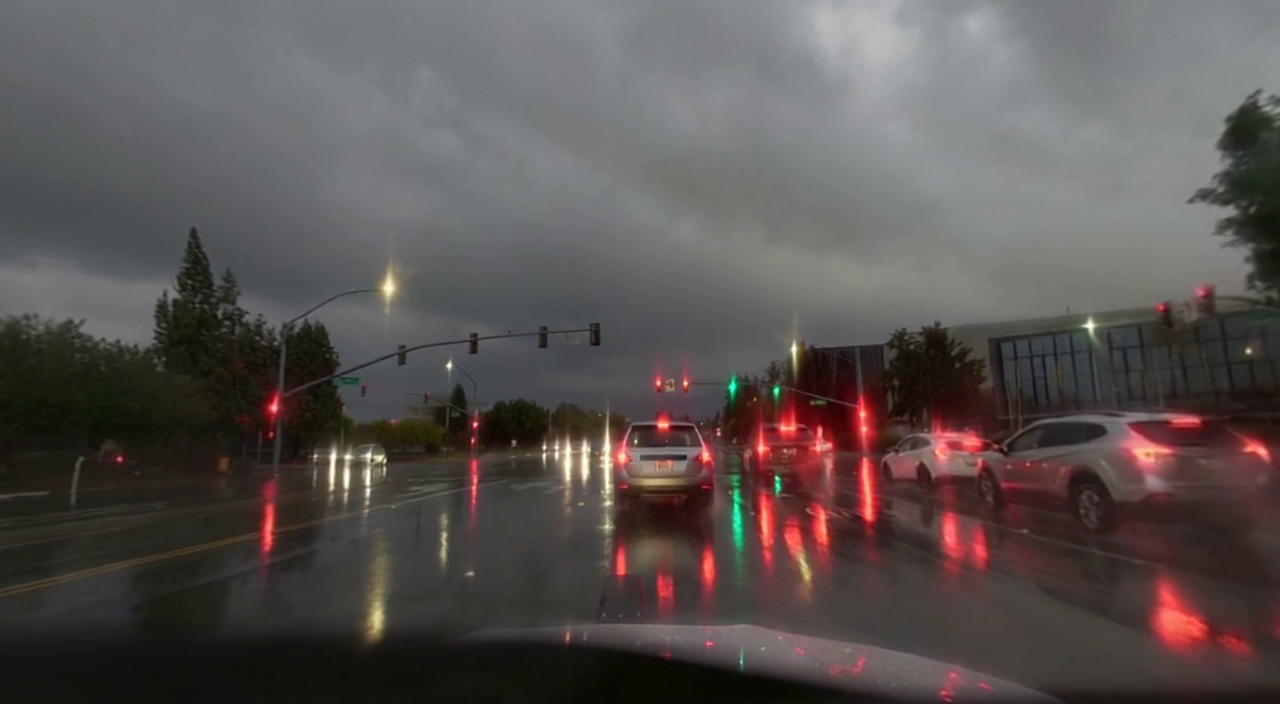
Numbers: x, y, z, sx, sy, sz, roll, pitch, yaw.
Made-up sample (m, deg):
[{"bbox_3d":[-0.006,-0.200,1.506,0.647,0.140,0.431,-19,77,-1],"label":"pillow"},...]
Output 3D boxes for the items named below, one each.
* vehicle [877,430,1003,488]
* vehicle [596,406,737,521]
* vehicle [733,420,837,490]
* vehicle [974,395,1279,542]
[{"bbox_3d":[8.565,3.104,18.531,1.862,1.471,4.297,-1,-9,5],"label":"vehicle"},{"bbox_3d":[0.453,2.073,12.128,2.211,1.795,4.179,0,-9,1],"label":"vehicle"},{"bbox_3d":[4.041,2.981,18.500,2.188,1.774,4.646,-1,-9,3],"label":"vehicle"},{"bbox_3d":[7.488,1.758,9.985,2.074,1.791,4.393,0,-9,2],"label":"vehicle"}]
